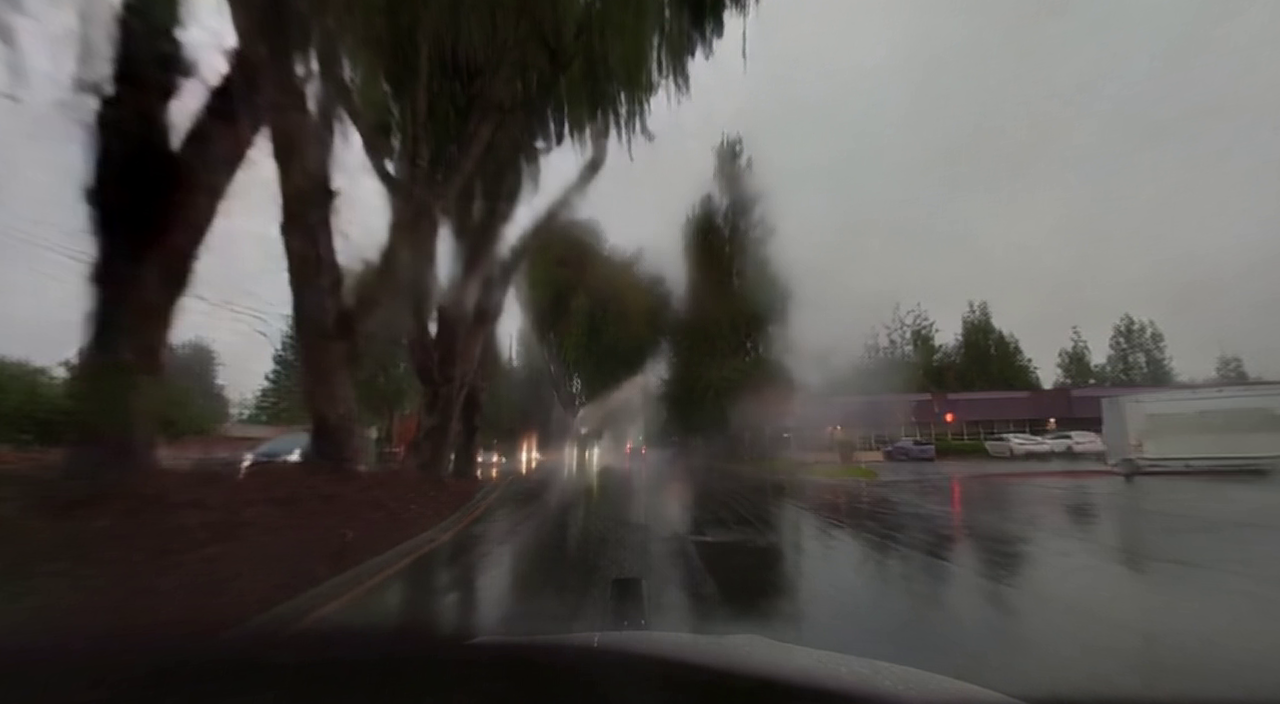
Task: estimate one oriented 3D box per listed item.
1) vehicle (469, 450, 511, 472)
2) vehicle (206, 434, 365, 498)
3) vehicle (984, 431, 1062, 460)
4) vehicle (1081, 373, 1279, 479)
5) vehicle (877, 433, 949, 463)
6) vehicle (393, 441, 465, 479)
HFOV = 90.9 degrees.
[{"bbox_3d":[-10.847,7.901,45.914,1.873,1.516,4.339,0,-8,1],"label":"vehicle"},{"bbox_3d":[-10.743,3.471,19.646,2.189,1.747,4.651,0,-8,1],"label":"vehicle"},{"bbox_3d":[24.268,5.989,40.198,1.996,1.723,4.576,0,-10,-1],"label":"vehicle"},{"bbox_3d":[19.047,2.318,19.533,8.462,3.012,2.906,0,-8,0],"label":"vehicle"},{"bbox_3d":[16.996,6.052,39.593,2.021,1.753,4.941,0,-9,-4],"label":"vehicle"},{"bbox_3d":[-10.726,5.490,32.381,2.000,1.817,4.624,0,-8,1],"label":"vehicle"}]
